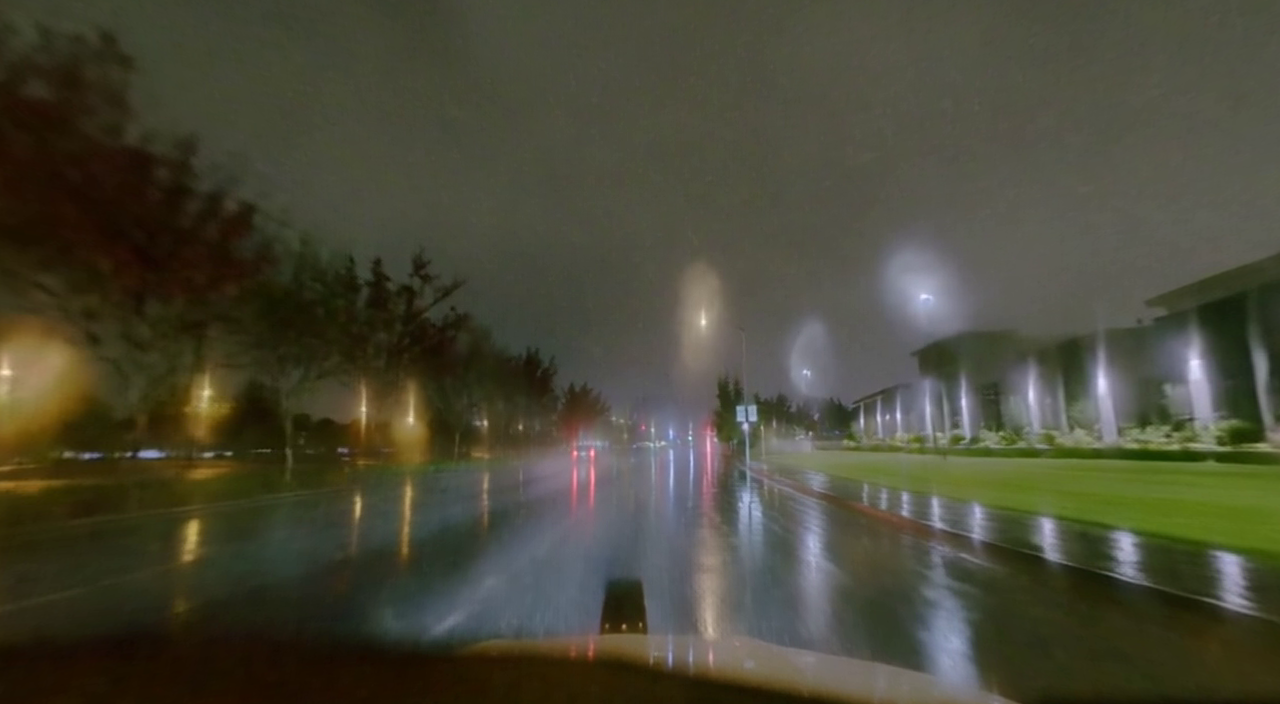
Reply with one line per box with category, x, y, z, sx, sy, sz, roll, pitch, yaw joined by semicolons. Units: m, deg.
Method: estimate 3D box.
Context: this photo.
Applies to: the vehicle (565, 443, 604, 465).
vehicle;-3.908;7.285;45.156;1.945;1.461;4.605;-1;-8;6
